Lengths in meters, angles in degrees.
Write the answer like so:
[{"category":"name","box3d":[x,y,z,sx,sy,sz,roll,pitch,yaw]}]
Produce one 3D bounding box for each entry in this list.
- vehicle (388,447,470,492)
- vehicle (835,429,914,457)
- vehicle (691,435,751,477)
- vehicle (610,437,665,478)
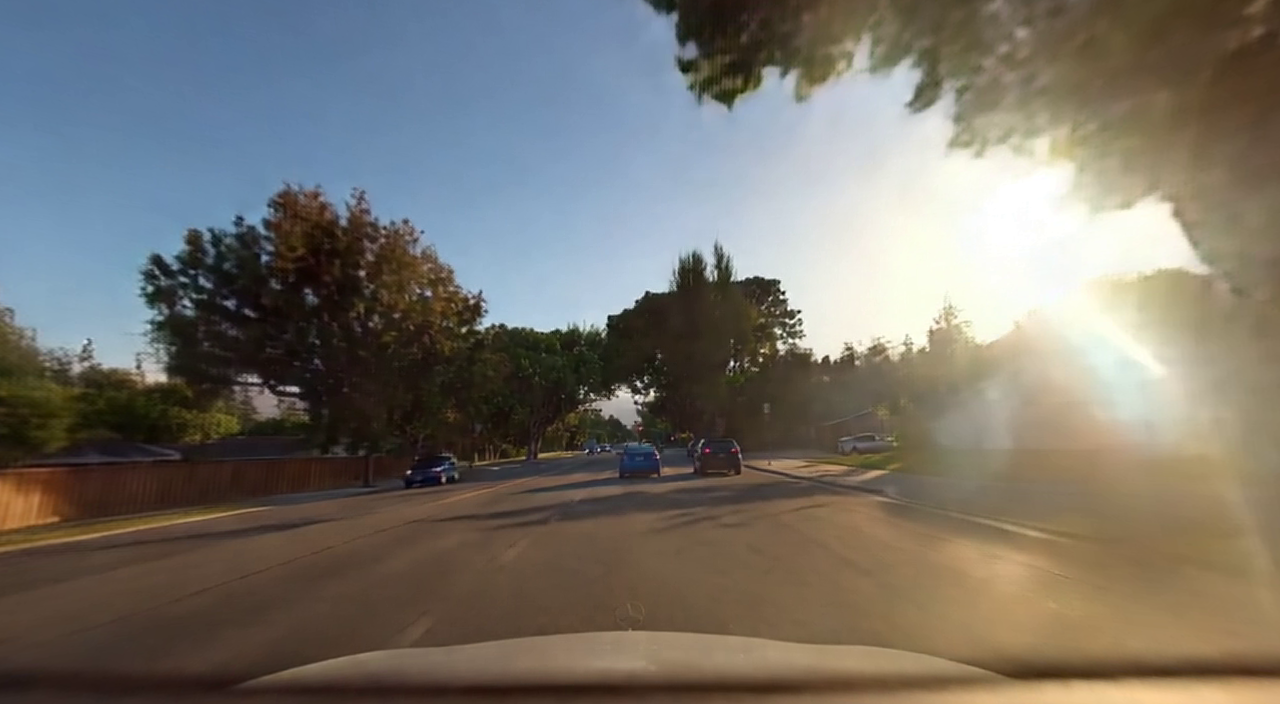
[{"category":"vehicle","box3d":[-9.526,5.287,28.887,2.101,1.703,4.481,-5,-9,1]},{"category":"vehicle","box3d":[15.337,5.997,41.376,4.378,1.754,2.007,1,-9,1]},{"category":"vehicle","box3d":[3.478,4.578,28.007,2.024,1.711,4.512,0,-8,-1]},{"category":"vehicle","box3d":[-0.124,4.585,27.601,2.200,1.653,4.127,0,-8,0]}]
